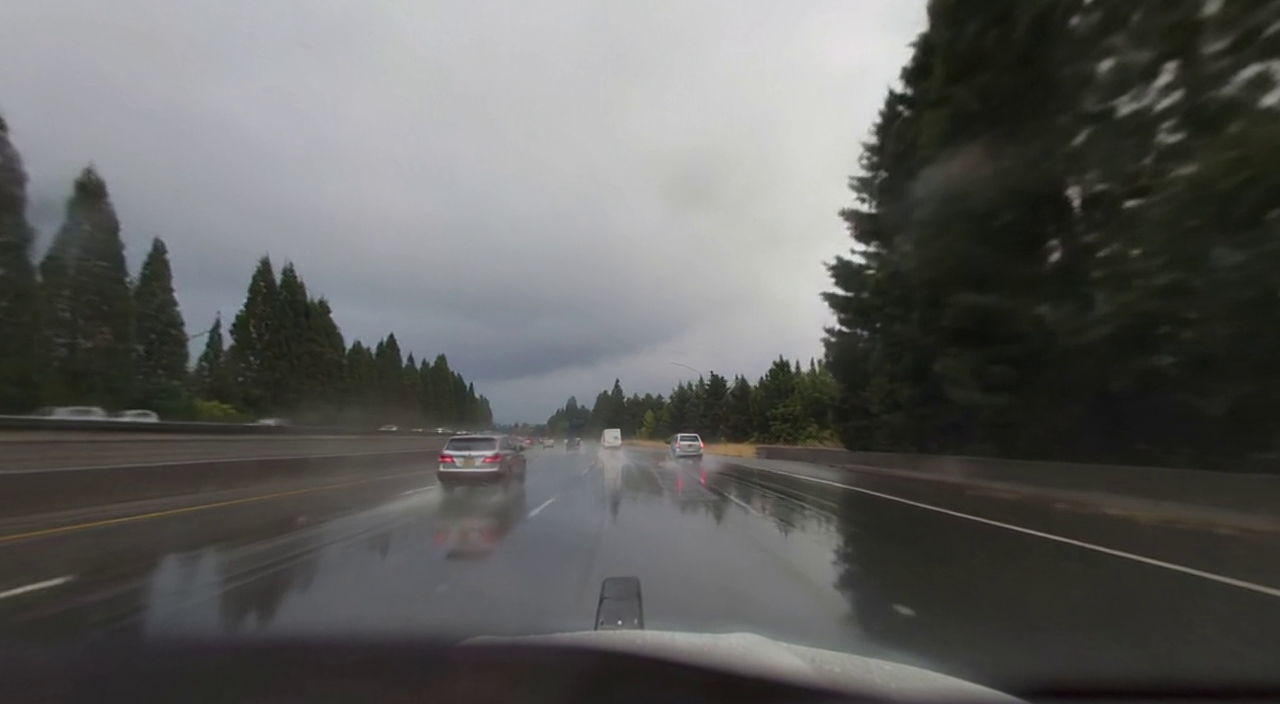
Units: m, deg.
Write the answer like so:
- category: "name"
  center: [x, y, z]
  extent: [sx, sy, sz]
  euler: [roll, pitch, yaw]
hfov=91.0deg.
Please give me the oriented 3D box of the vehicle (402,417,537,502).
- category: "vehicle"
  center: [-3.788, 2.488, 14.865]
  extent: [2.002, 1.680, 4.301]
  euler: [0, -9, 0]

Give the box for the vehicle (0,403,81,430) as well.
- category: "vehicle"
  center: [-37.052, 4.012, 38.621]
  extent: [1.721, 1.486, 4.205]
  euler: [1, -9, -4]

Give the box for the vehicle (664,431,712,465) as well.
- category: "vehicle"
  center: [2.562, 5.242, 34.441]
  extent: [2.053, 1.698, 4.097]
  euler: [1, -9, -3]
